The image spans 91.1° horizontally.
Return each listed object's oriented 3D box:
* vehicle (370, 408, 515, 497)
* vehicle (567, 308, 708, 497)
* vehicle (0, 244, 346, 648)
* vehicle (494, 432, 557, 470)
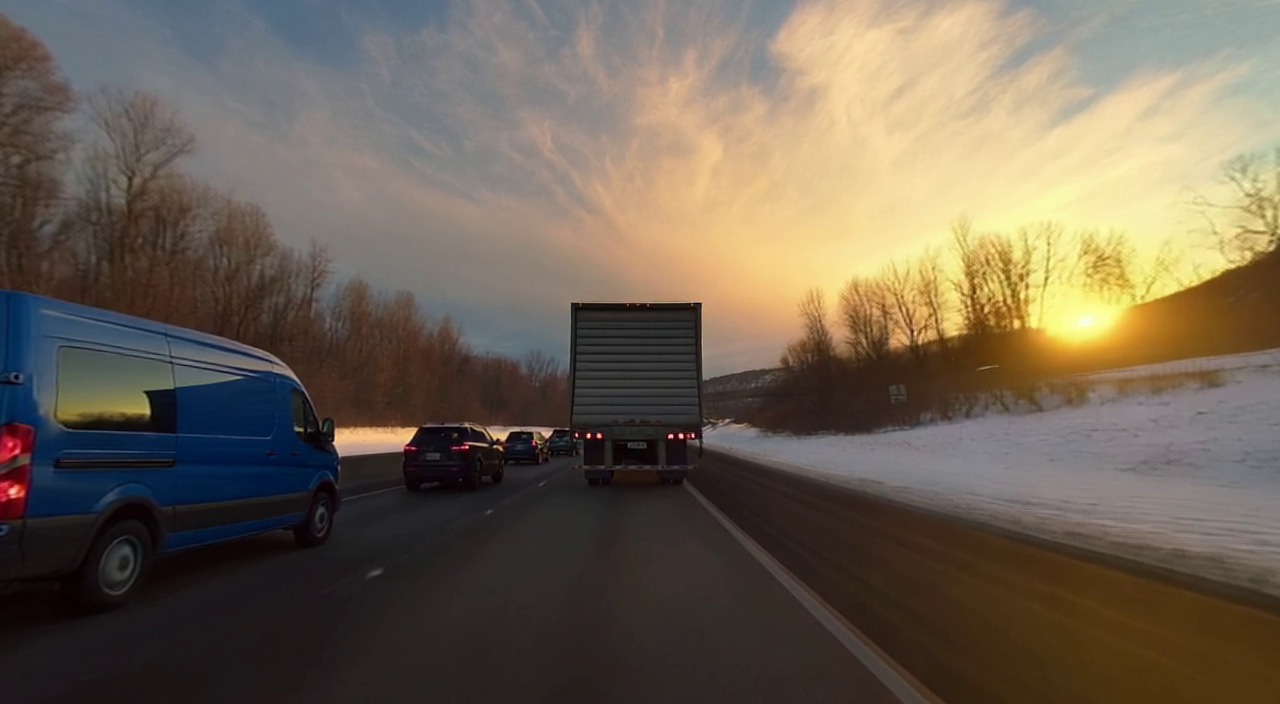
[{"bbox_3d":[-4.926,2.586,16.590,2.168,1.985,4.952,0,-8,0],"label":"vehicle"},{"bbox_3d":[-0.060,1.717,18.421,2.953,4.041,10.072,0,-8,0],"label":"vehicle"},{"bbox_3d":[-5.260,0.834,5.743,2.478,2.515,5.438,0,-8,0],"label":"vehicle"},{"bbox_3d":[-4.897,4.281,27.512,1.931,1.539,4.441,0,-8,0],"label":"vehicle"}]
